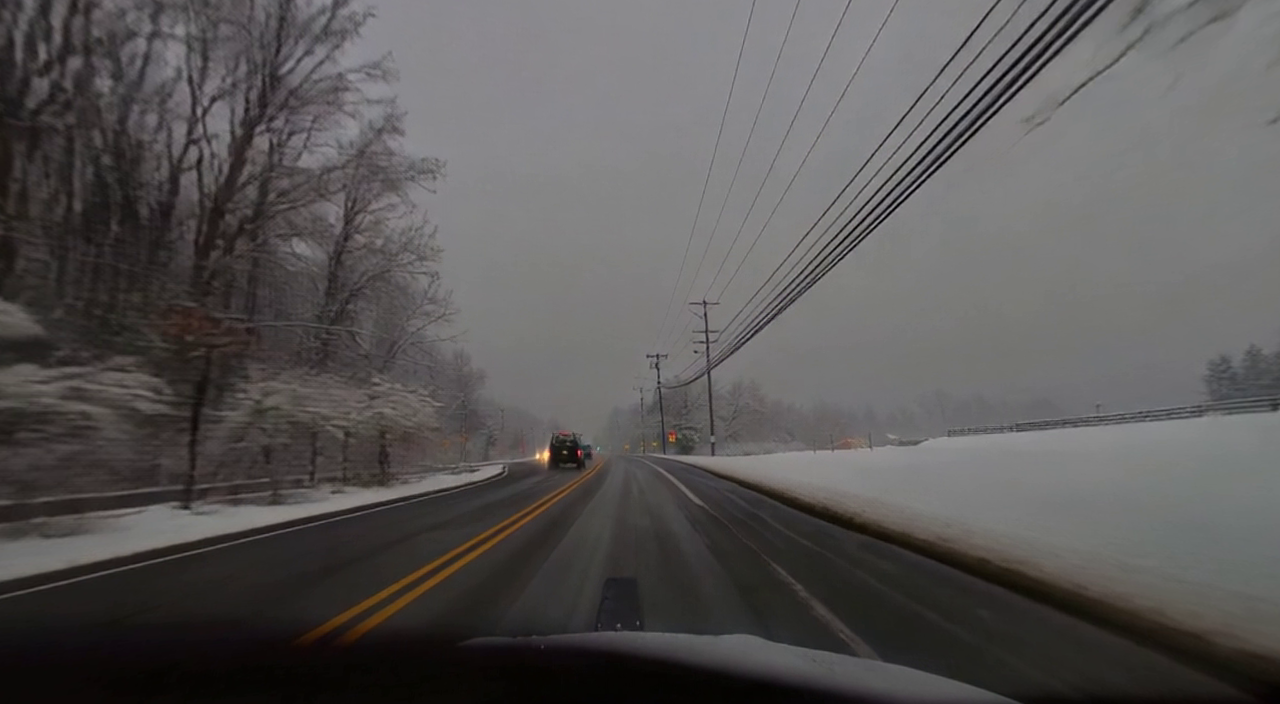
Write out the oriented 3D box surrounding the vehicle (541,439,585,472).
[{"bbox_3d":[-4.794,6.536,40.080,2.246,1.885,5.275,0,-9,-2],"label":"vehicle"}]
